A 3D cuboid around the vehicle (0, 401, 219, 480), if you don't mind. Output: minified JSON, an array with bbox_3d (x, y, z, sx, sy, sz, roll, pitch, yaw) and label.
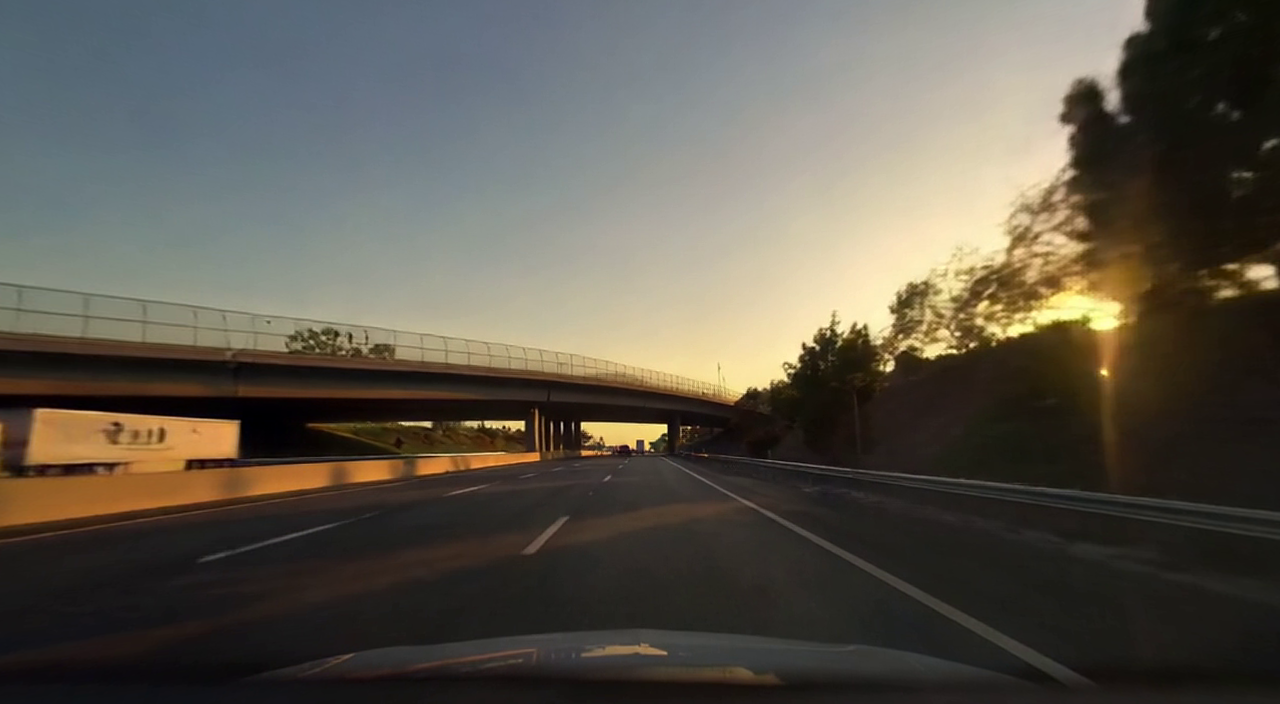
[{"bbox_3d":[-35.472,6.019,42.276,2.926,4.196,16.585,0,-9,0],"label":"vehicle"}]
